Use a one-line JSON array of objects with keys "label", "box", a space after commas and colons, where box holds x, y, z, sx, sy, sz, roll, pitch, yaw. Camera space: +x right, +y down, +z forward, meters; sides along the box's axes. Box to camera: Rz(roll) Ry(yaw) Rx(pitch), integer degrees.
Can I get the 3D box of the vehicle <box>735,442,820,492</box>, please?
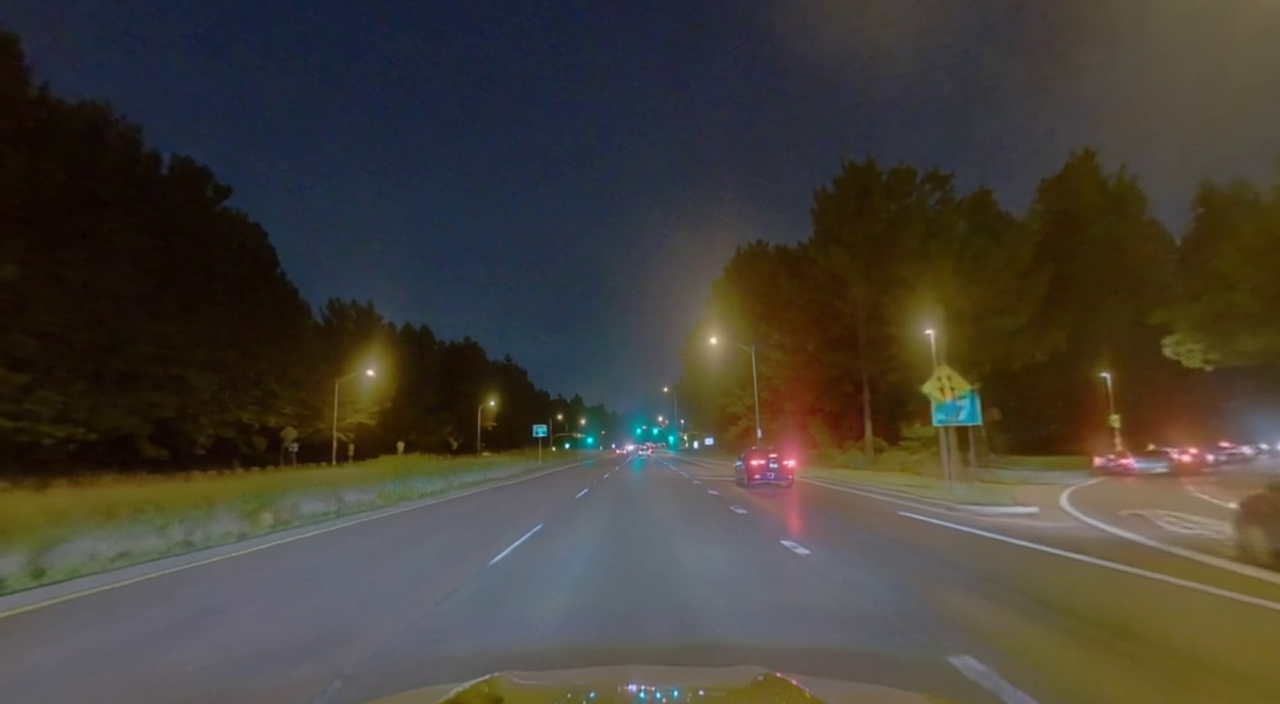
[{"label": "vehicle", "box": [4.573, 3.873, 21.604, 1.913, 1.516, 4.322, 0, -9, 0]}]
